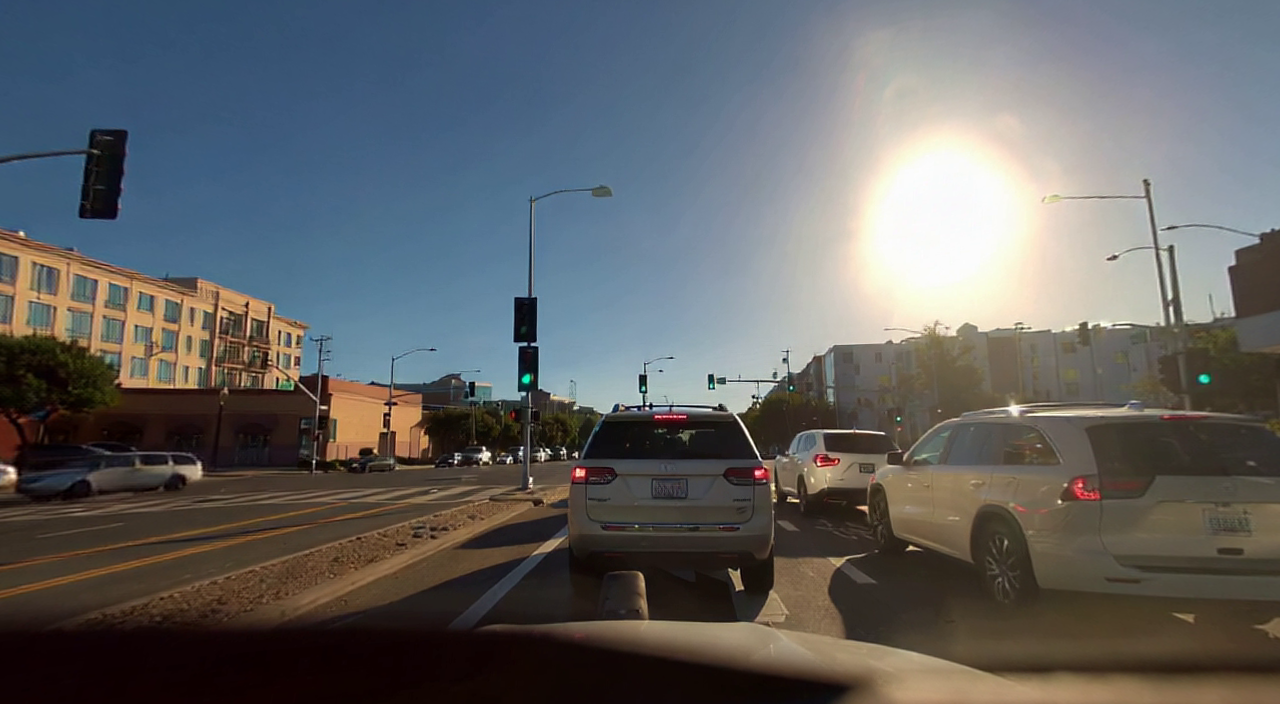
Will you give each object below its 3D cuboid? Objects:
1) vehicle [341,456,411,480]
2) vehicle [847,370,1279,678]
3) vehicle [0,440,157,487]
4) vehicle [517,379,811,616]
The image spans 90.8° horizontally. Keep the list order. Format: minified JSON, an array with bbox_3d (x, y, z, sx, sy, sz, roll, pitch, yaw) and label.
[{"bbox_3d":[-18.044,7.933,43.398,1.864,1.444,4.255,-4,-9,22],"label":"vehicle"},{"bbox_3d":[3.561,1.274,5.719,2.018,1.701,4.288,0,-9,2],"label":"vehicle"},{"bbox_3d":[-24.566,4.841,27.556,5.062,1.946,2.243,0,-9,-1],"label":"vehicle"},{"bbox_3d":[0.233,1.464,7.224,2.292,1.840,4.394,0,-9,1],"label":"vehicle"}]
